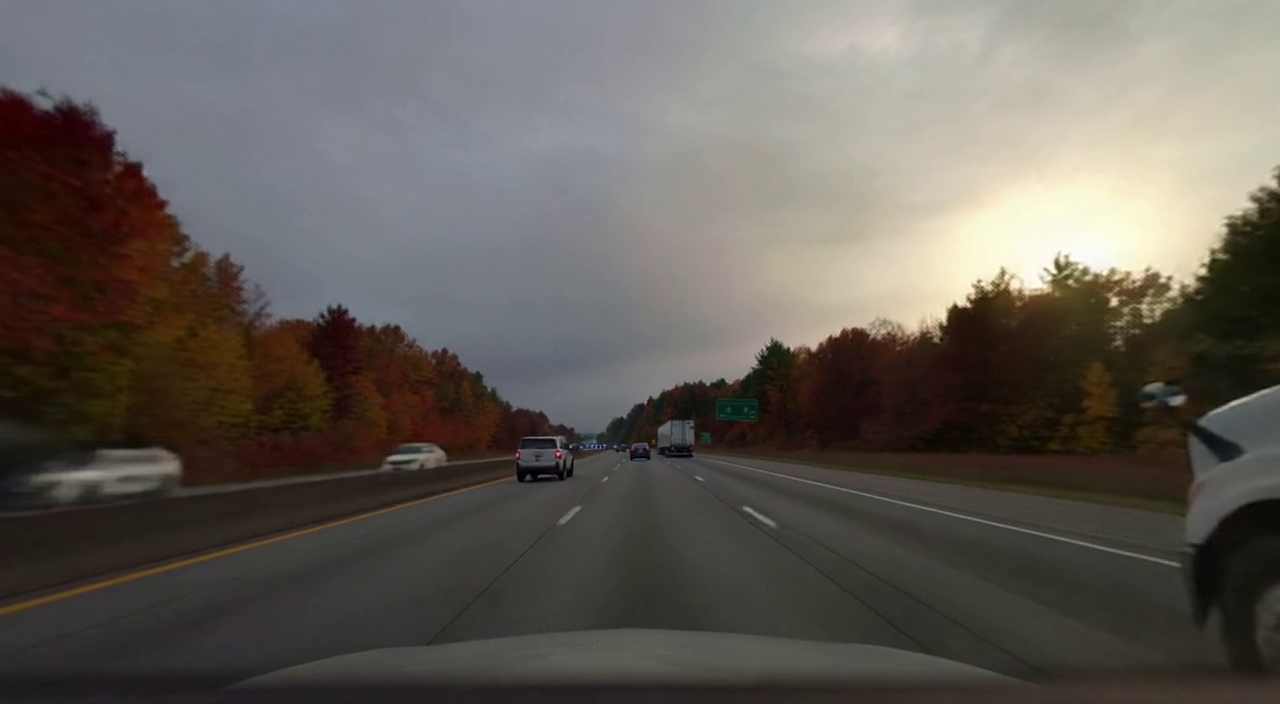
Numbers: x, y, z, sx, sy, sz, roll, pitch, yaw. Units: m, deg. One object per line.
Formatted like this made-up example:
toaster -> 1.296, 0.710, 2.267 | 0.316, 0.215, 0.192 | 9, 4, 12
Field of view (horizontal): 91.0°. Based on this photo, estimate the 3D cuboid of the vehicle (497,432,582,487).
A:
vehicle -> -3.339, 3.679, 21.870 | 2.077, 1.669, 4.739 | 0, -8, 1

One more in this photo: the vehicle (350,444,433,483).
vehicle -> -10.279, 4.608, 26.316 | 1.854, 1.476, 3.864 | 0, -8, 1

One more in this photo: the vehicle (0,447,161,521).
vehicle -> -14.273, 3.090, 15.349 | 1.843, 1.525, 4.112 | 0, -8, 1

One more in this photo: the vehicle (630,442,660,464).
vehicle -> 0.372, 7.399, 46.256 | 2.152, 1.484, 4.211 | 0, -8, 1
